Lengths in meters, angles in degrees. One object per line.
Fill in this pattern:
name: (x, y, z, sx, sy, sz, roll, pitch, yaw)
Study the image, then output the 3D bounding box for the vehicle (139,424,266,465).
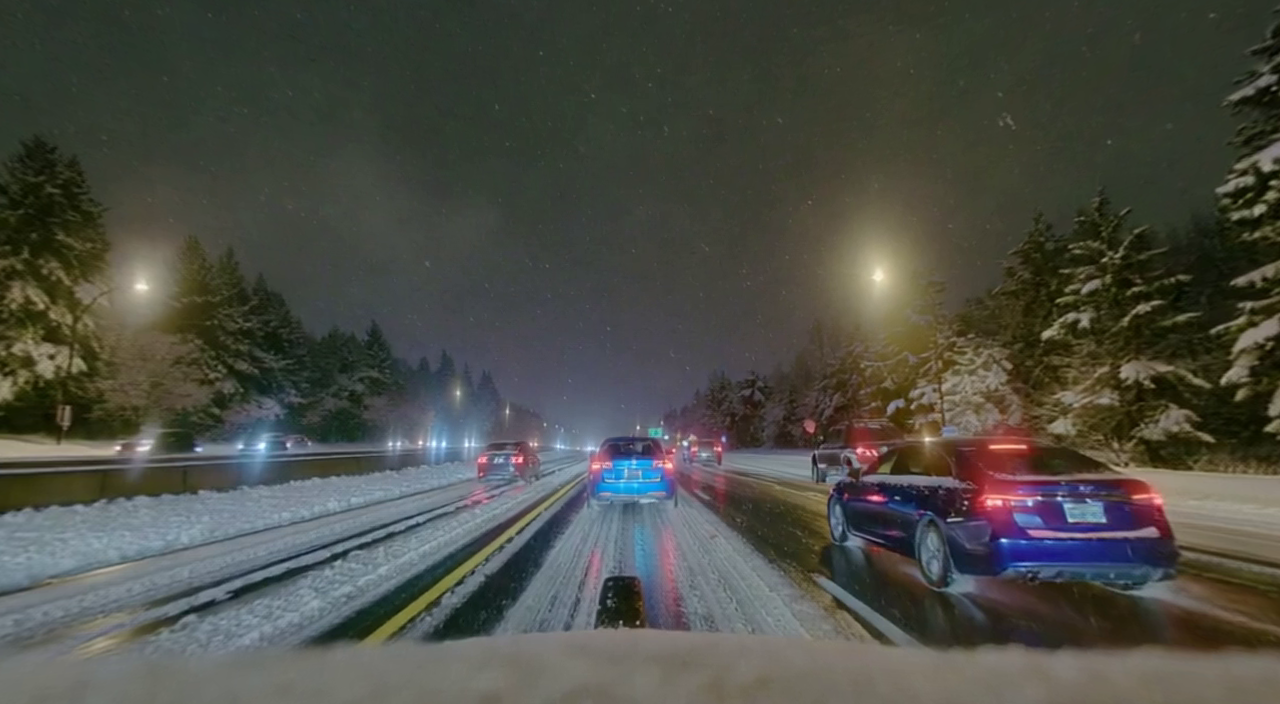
vehicle: (-18.154, 3.887, 26.460, 2.022, 1.534, 4.699, 1, -9, -1)

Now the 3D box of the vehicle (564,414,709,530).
vehicle: (-0.062, 2.125, 11.595, 2.181, 1.728, 3.970, 0, -9, 0)

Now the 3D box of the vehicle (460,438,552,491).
vehicle: (-4.231, 3.616, 20.627, 2.023, 1.497, 4.526, 0, -9, 0)

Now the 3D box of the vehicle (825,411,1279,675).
vehicle: (3.378, 1.449, 5.890, 1.975, 1.532, 4.227, 0, -9, 0)

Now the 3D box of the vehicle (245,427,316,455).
vehicle: (-22.736, 5.699, 40.022, 1.981, 1.633, 4.445, 1, -9, -1)
